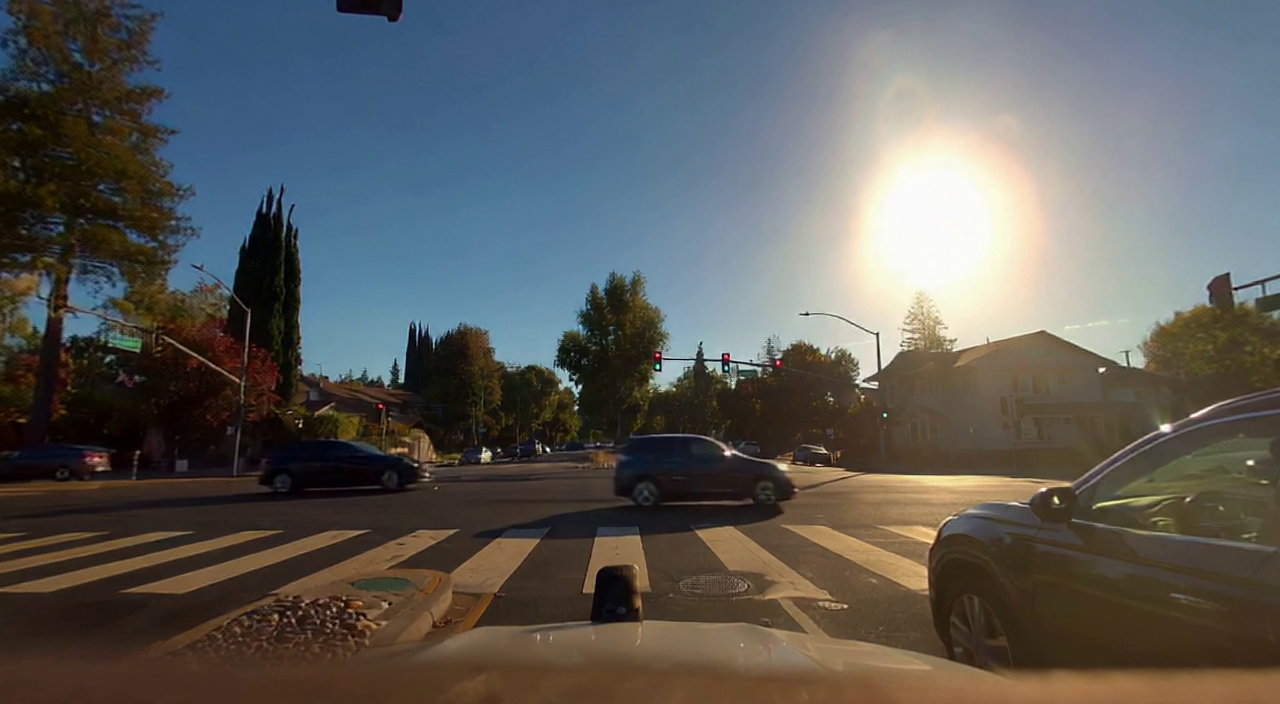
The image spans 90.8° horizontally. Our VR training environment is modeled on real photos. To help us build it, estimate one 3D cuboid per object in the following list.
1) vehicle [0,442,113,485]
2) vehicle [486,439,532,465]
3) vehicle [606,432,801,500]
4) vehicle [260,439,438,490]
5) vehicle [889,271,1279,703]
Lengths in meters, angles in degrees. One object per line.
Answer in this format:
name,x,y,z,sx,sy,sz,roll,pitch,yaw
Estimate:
vehicle,-22.264,4.003,22.772,4.710,1.470,1.794,1,-9,-3
vehicle,-8.977,6.865,43.641,2.028,1.654,5.027,0,-9,1
vehicle,1.517,2.910,16.262,4.680,1.620,1.943,0,-8,-1
vehicle,-8.928,3.479,19.703,4.561,1.468,1.921,0,-8,-1
vehicle,2.704,0.714,1.718,2.085,1.800,4.908,0,-9,1
